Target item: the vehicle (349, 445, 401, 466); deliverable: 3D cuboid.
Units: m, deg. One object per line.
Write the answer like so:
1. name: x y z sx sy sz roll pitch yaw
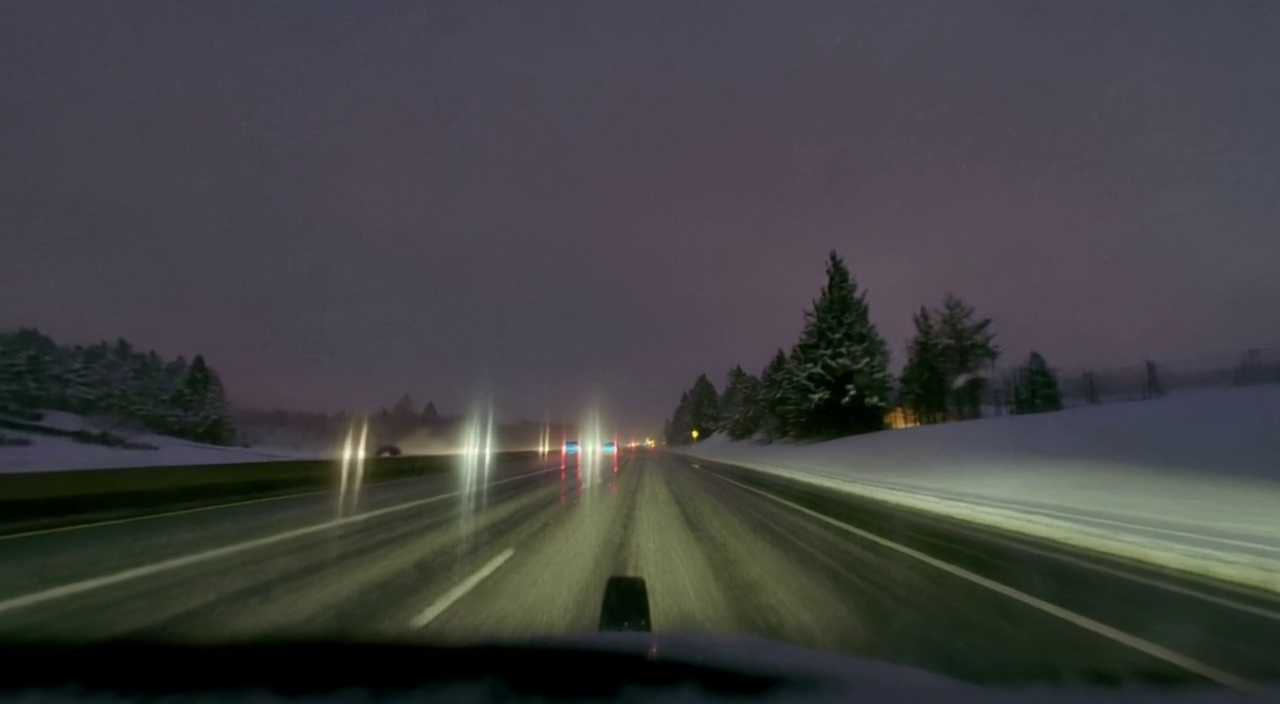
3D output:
1. vehicle: -18.823 7.349 44.939 2.027 1.411 3.768 0 -8 2
